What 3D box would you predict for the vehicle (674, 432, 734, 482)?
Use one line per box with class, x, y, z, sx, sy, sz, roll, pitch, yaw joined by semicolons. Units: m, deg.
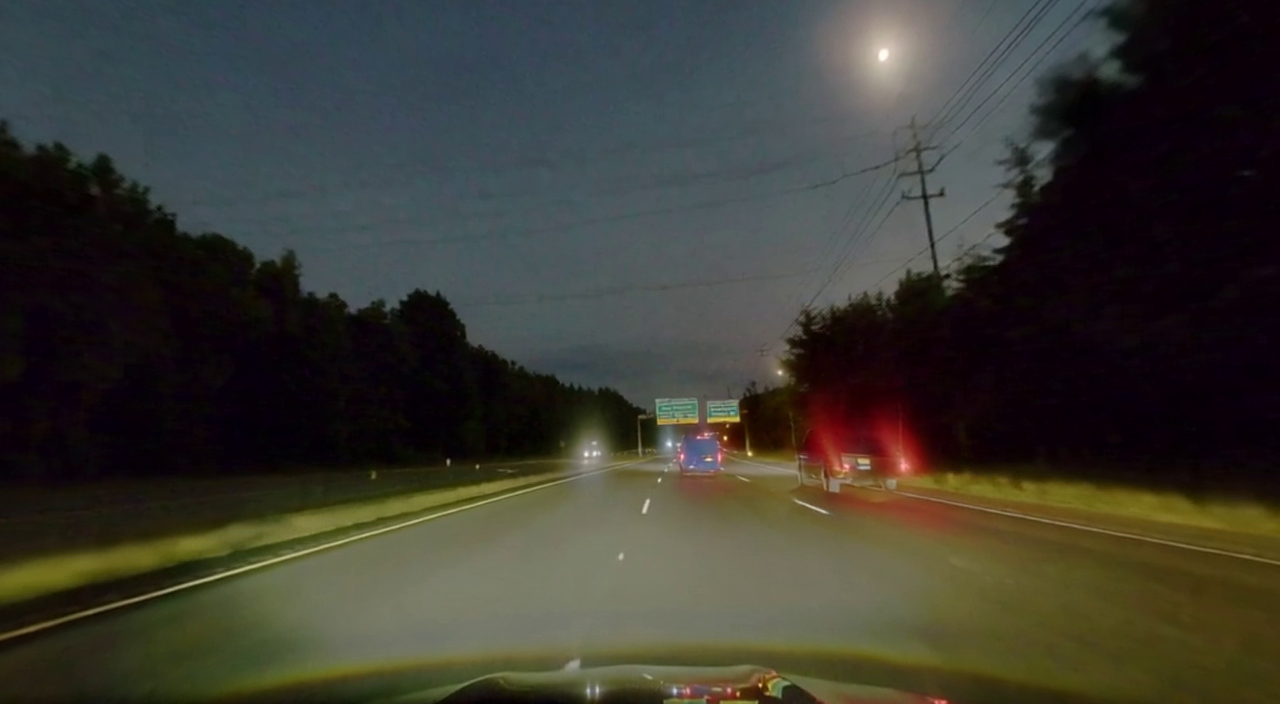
vehicle;2.662;4.547;27.416;2.261;1.969;5.104;0;-9;3
